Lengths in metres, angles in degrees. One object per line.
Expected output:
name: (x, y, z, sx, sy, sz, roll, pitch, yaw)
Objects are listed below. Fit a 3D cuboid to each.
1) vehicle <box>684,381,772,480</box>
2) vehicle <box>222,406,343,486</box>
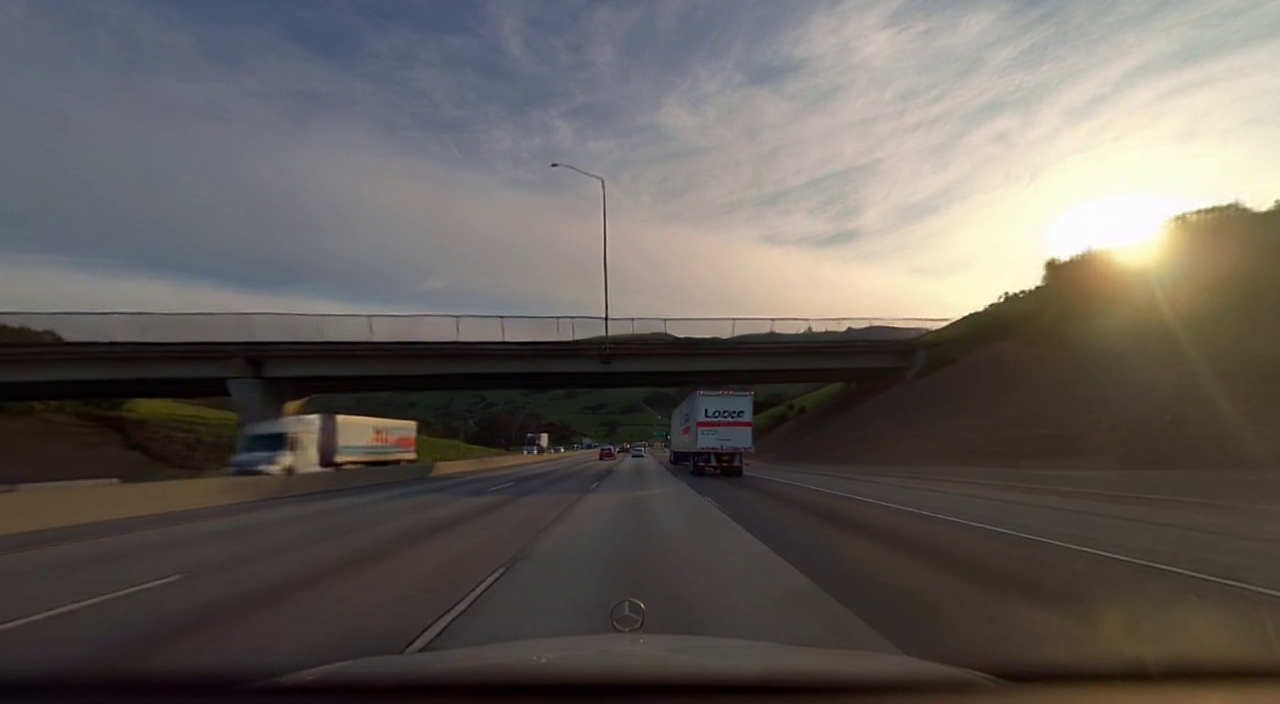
vehicle: (3.840, 3.820, 29.869, 2.885, 3.992, 8.526, 0, -9, 0)
vehicle: (-19.542, 5.224, 35.014, 3.044, 4.002, 5.865, 0, -9, 0)
